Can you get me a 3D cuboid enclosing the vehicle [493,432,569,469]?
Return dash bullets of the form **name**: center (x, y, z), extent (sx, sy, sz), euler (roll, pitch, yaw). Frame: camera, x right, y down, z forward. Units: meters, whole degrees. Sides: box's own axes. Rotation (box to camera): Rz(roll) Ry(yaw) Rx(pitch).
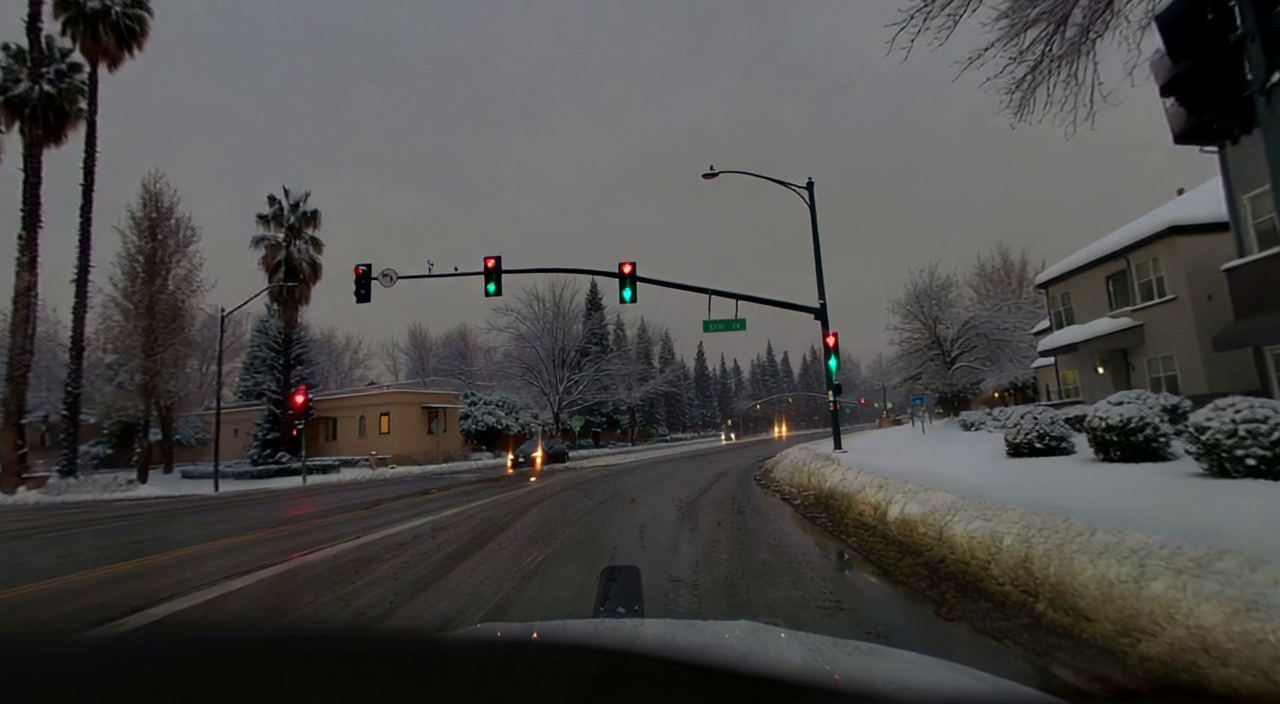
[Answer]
- **vehicle**: center (-5.678, 5.234, 33.636), extent (2.181, 1.792, 4.648), euler (-3, -9, 16)
